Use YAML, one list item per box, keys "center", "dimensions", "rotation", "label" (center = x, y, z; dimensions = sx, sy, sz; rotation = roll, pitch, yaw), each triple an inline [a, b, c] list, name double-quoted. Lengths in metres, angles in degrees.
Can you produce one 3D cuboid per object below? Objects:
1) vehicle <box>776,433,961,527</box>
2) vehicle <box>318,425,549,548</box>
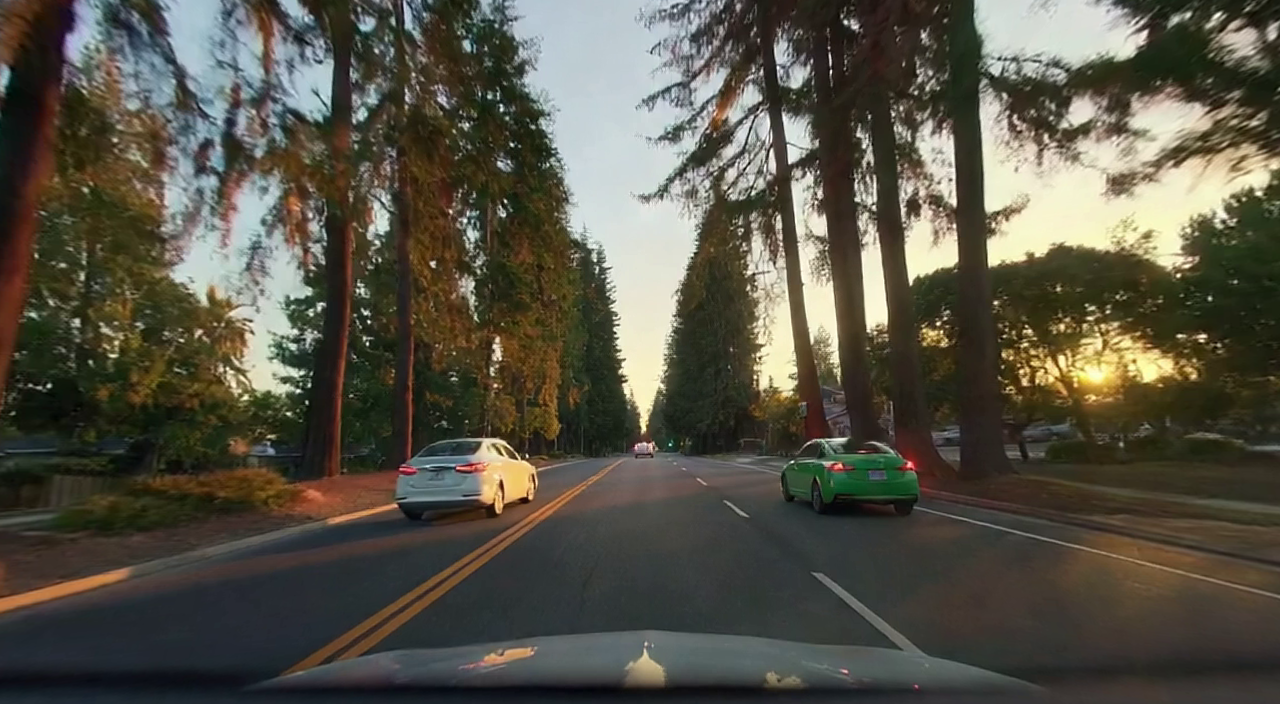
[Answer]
- center: [4.167, 2.366, 12.439]
  dimensions: [1.943, 1.471, 4.515]
  rotation: [-1, -8, 0]
  label: "vehicle"
- center: [-2.978, 2.043, 10.445]
  dimensions: [2.206, 1.525, 4.695]
  rotation: [-1, -8, 1]
  label: "vehicle"
